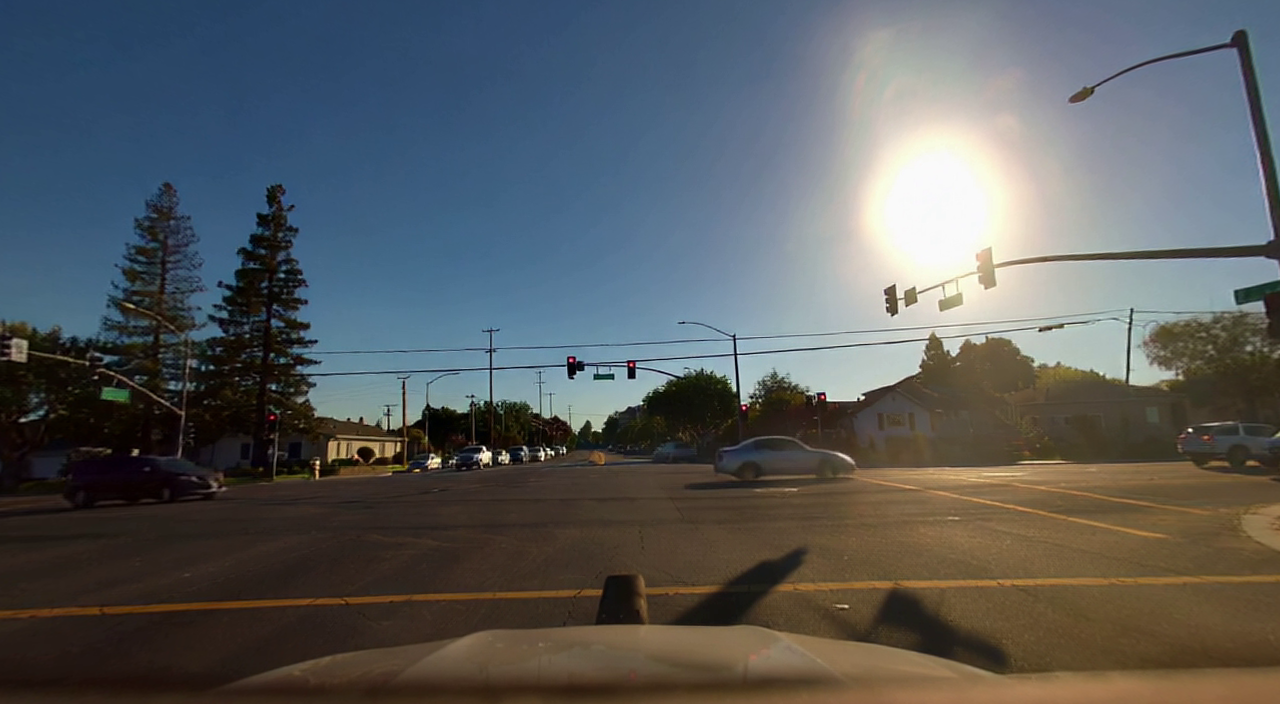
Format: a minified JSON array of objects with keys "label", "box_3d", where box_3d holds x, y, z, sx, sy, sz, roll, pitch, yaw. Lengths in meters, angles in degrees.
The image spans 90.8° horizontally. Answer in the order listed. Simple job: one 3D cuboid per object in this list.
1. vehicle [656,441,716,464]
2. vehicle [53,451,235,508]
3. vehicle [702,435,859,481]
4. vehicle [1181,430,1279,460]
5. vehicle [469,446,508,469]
[{"label":"vehicle","box_3d":[3.177,7.102,44.908,1.932,1.539,4.873,4,-10,-28]},{"label":"vehicle","box_3d":[-16.498,4.239,21.189,4.431,1.739,1.935,-1,-9,1]},{"label":"vehicle","box_3d":[4.645,3.589,21.506,4.823,1.449,2.017,0,-9,-1]},{"label":"vehicle","box_3d":[31.333,4.882,33.015,4.318,1.488,1.870,0,-9,-1]},{"label":"vehicle","box_3d":[-10.686,7.454,44.768,1.881,1.509,3.377,0,-9,1]}]
